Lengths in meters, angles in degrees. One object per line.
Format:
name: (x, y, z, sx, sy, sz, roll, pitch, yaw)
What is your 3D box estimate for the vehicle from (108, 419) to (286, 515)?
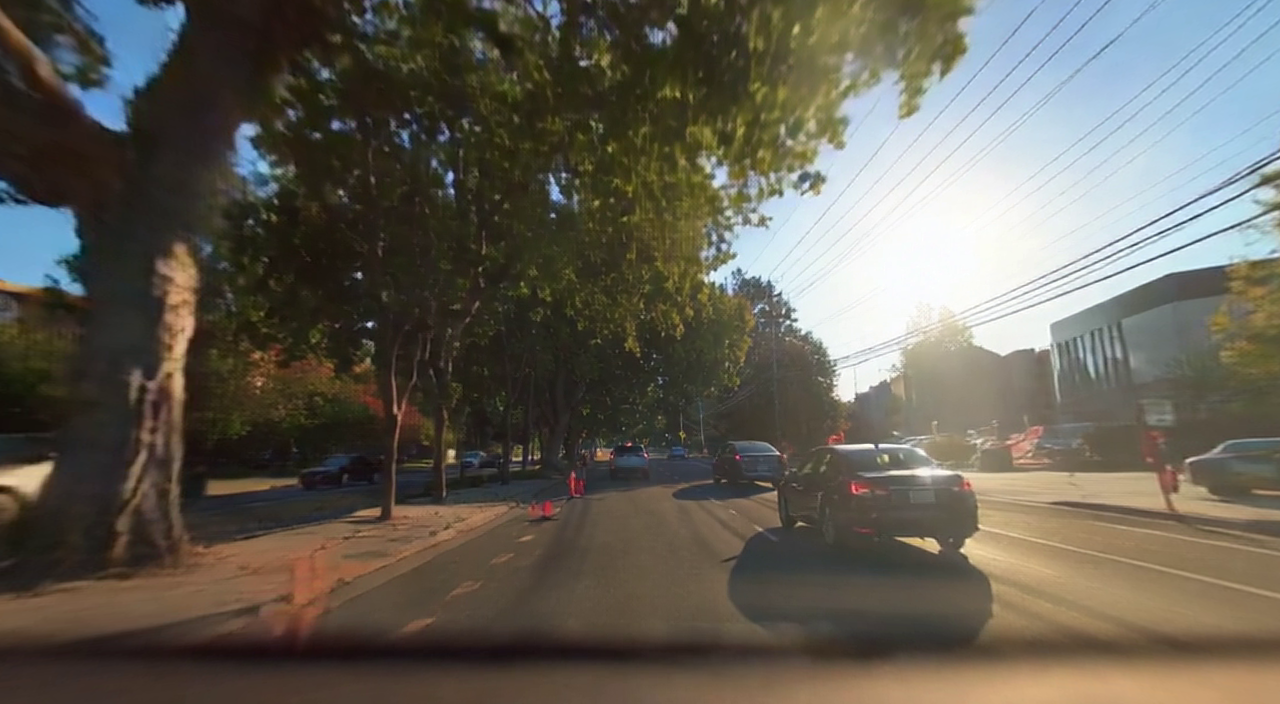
vehicle: (-12.495, 3.227, 18.201, 2.254, 2.412, 3.760, -1, -8, 1)

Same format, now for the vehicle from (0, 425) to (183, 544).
vehicle: (-12.515, 2.573, 12.712, 2.223, 2.091, 6.044, -1, -8, -1)

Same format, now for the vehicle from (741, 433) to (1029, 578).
vehicle: (2.927, 1.918, 8.894, 1.977, 1.460, 4.565, 0, -8, -4)

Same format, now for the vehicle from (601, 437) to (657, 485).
vehicle: (-0.418, 4.322, 25.352, 2.050, 1.745, 3.915, -1, -8, 0)
